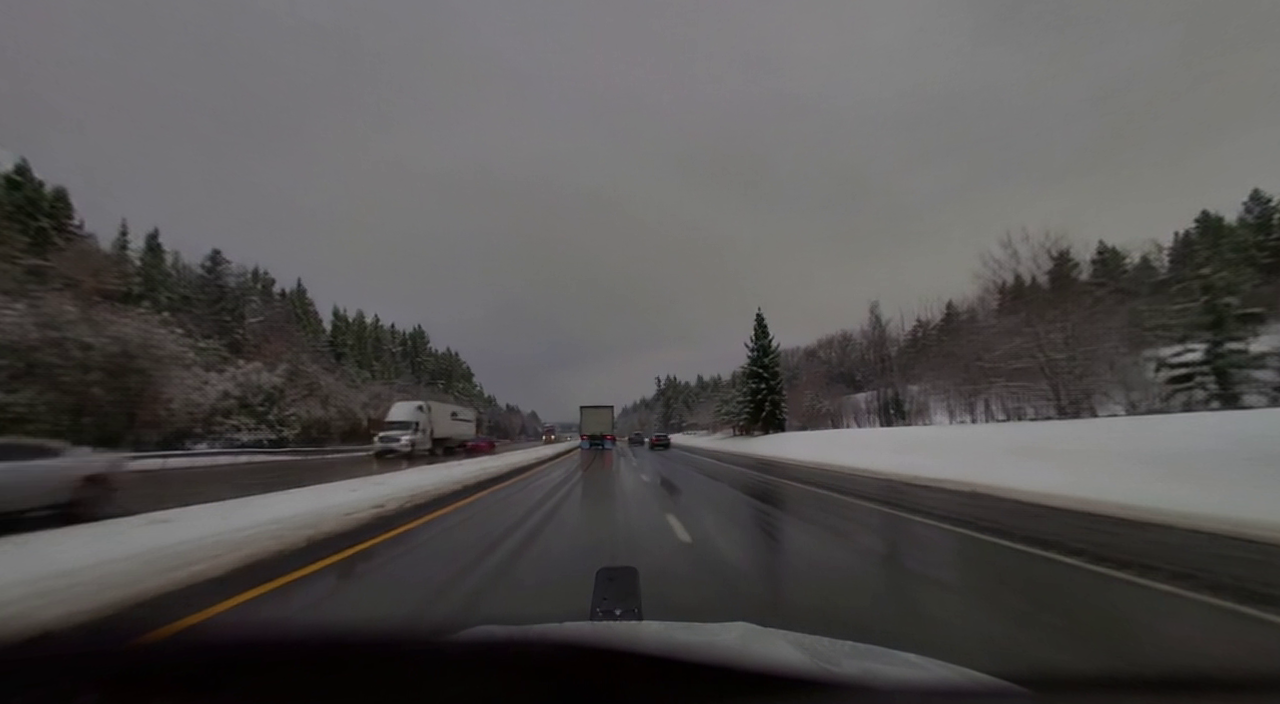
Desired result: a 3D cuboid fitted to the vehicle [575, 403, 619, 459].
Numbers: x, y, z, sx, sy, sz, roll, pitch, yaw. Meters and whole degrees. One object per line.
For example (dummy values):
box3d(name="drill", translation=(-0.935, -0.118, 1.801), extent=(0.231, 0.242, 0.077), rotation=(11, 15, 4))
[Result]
box3d(name="vehicle", translation=(-2.548, 4.905, 38.900), extent=(2.450, 3.098, 6.965), rotation=(0, -8, -2))

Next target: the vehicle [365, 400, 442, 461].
box3d(name="vehicle", translation=(-15.838, 5.344, 42.585), extent=(2.952, 3.869, 5.852), rotation=(0, -8, -2))
